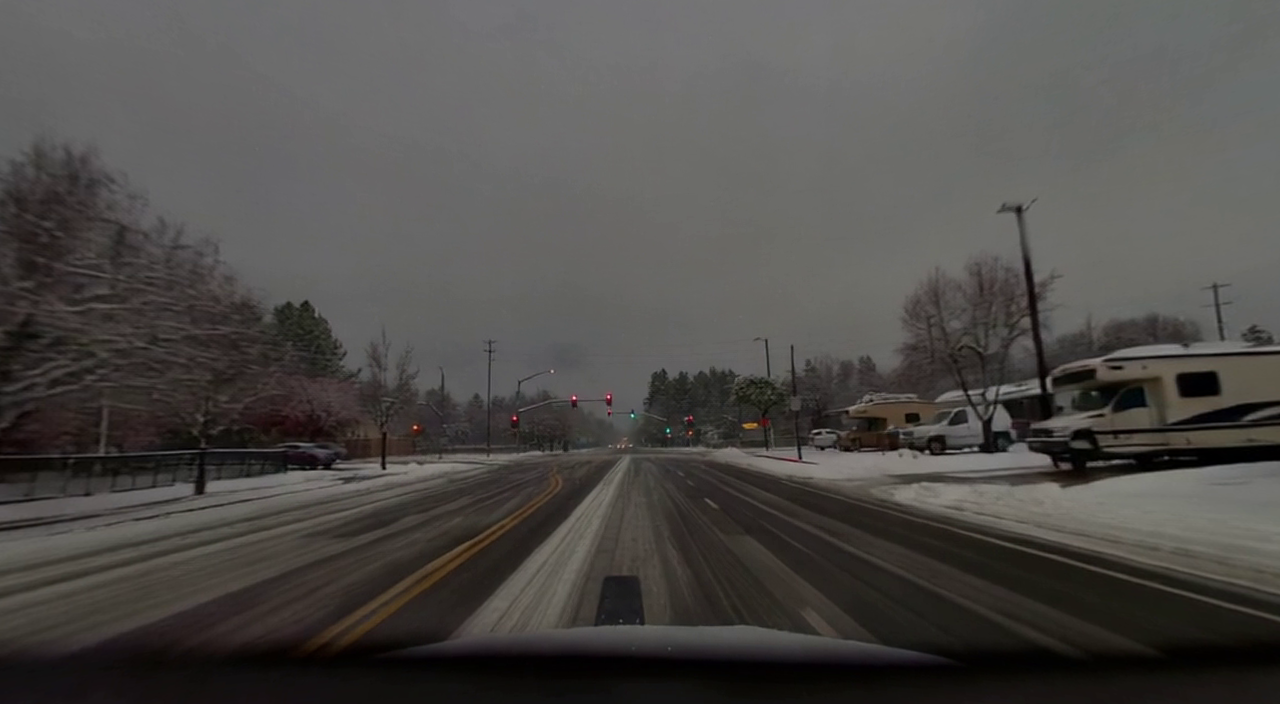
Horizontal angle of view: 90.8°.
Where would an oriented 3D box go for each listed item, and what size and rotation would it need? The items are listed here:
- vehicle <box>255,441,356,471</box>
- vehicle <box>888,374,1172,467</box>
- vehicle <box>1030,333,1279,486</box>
[{"bbox_3d":[-24.798,7.707,47.010,6.218,2.056,2.324,-1,-5,1],"label":"vehicle"},{"bbox_3d":[15.699,2.823,25.933,9.549,3.068,3.049,-3,-7,-3],"label":"vehicle"},{"bbox_3d":[15.655,1.479,16.202,9.450,3.499,2.789,0,-8,-3],"label":"vehicle"}]
